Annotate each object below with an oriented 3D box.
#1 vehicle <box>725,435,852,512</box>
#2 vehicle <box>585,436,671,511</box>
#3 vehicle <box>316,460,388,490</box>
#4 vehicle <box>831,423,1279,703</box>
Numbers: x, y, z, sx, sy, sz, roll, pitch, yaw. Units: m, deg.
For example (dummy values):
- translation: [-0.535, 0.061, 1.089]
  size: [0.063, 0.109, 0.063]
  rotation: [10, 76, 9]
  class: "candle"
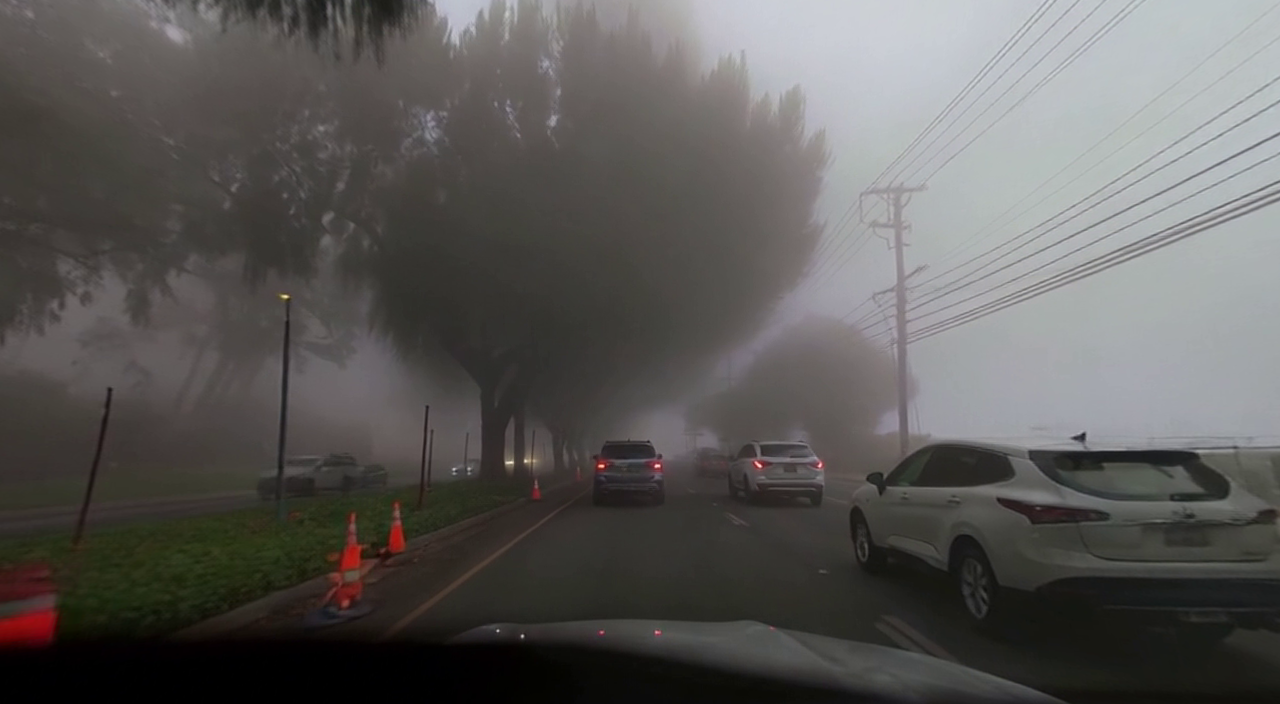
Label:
- translation: [3.763, 3.160, 17.016]
  size: [2.116, 1.726, 4.672]
  rotation: [0, -8, -2]
  class: "vehicle"
- translation: [-0.316, 3.194, 17.103]
  size: [2.050, 1.745, 3.915]
  rotation: [-1, -8, 0]
  class: "vehicle"
- translation: [-16.306, 6.996, 36.097]
  size: [1.973, 1.457, 4.564]
  rotation: [-1, -8, 0]
  class: "vehicle"
- translation: [3.423, 1.443, 5.589]
  size: [1.977, 1.460, 4.565]
  rotation: [0, -8, -1]
  class: "vehicle"
